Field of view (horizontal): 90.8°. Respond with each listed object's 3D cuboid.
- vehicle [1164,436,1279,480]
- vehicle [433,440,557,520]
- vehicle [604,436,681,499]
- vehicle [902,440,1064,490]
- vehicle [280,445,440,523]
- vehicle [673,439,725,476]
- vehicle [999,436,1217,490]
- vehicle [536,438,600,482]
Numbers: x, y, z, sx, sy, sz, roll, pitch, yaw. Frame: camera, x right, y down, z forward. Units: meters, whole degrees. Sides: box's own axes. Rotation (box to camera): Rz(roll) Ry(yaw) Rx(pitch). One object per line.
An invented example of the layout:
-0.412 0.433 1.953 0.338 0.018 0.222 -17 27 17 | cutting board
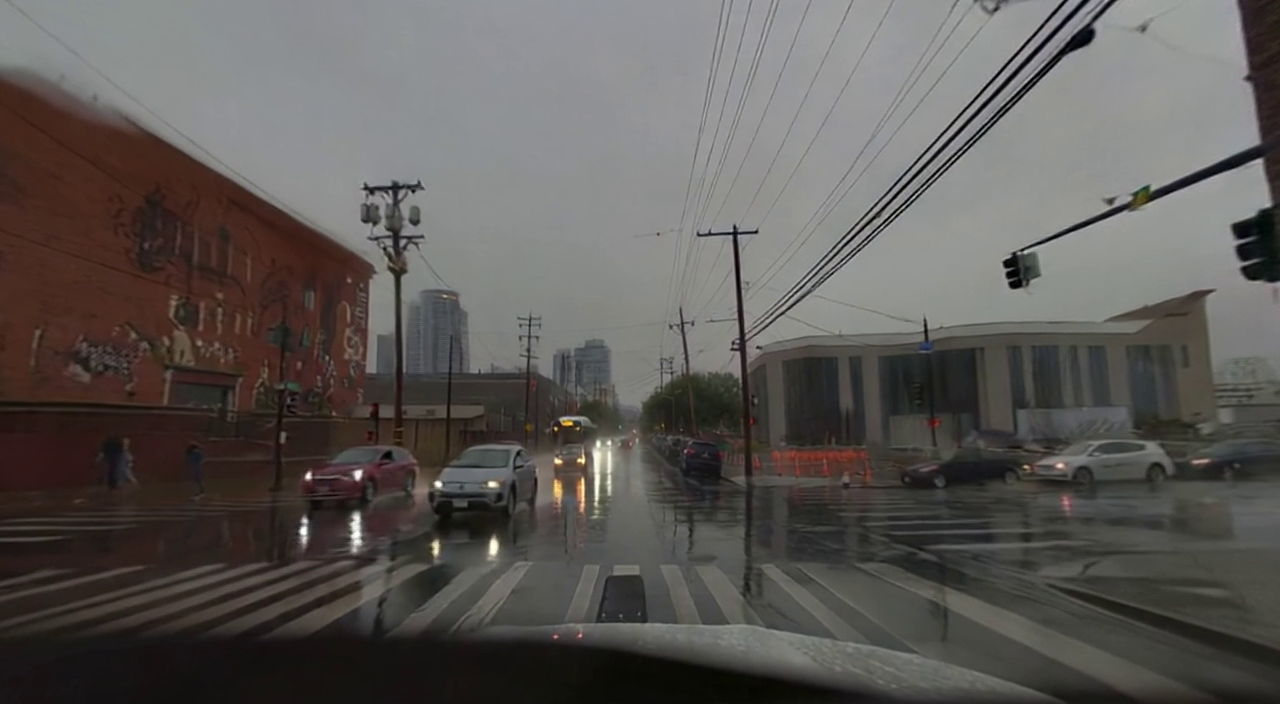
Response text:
23.067 4.034 24.158 4.284 1.551 1.909 0 -9 -1 | vehicle
-3.349 3.037 15.451 2.055 1.660 3.954 0 -9 0 | vehicle
0.038 3.623 20.106 2.190 1.783 4.048 0 -9 -1 | vehicle
12.136 4.021 22.599 4.576 1.650 1.980 -1 -9 2 | vehicle
-7.062 3.350 16.707 1.892 1.706 5.224 0 -9 -1 | vehicle
2.987 5.486 32.840 2.171 1.751 4.373 0 -10 -1 | vehicle
14.247 3.399 19.484 5.045 1.527 2.107 0 -9 -1 | vehicle
-3.449 5.376 31.693 2.474 1.926 5.823 0 -9 1 | vehicle
